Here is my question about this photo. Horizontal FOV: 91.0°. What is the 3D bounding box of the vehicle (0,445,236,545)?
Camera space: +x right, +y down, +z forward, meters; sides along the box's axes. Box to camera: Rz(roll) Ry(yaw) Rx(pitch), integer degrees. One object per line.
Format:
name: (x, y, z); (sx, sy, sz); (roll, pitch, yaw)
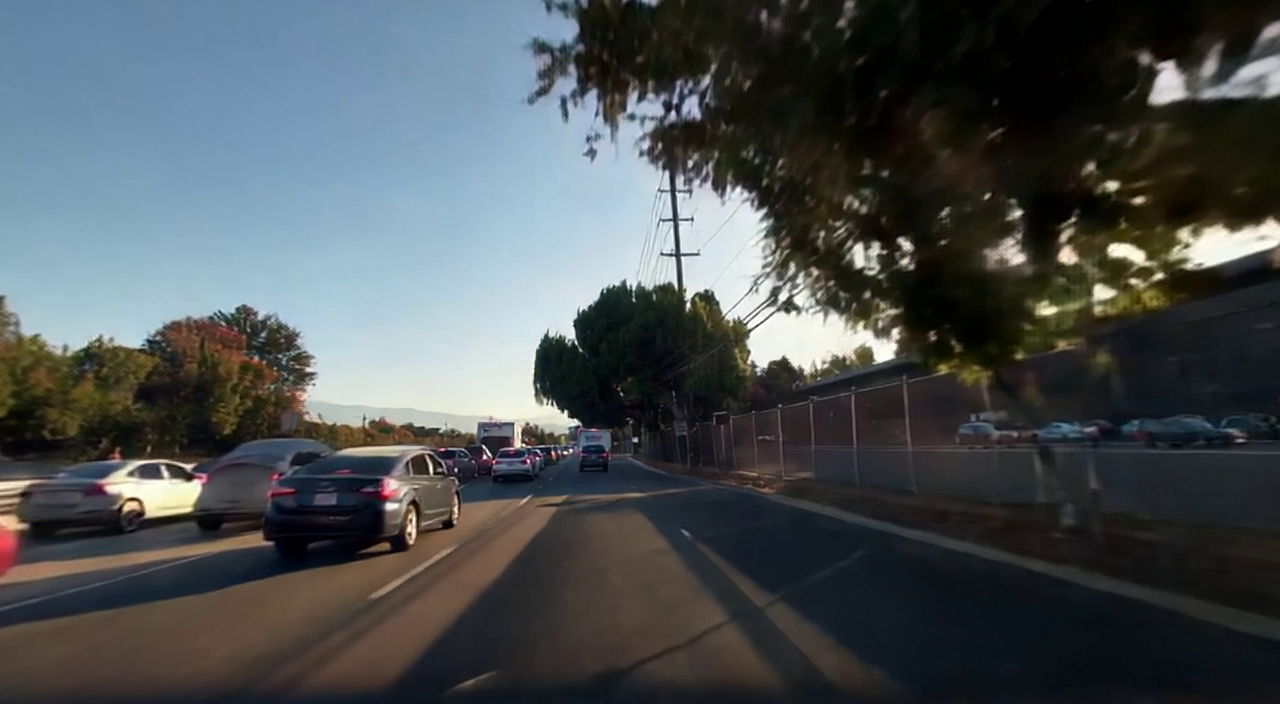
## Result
vehicle: (-10.952, 2.771, 12.928); (2.037, 1.455, 5.174); (-3, -7, -2)

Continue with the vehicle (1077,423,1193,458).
vehicle: (30.669, 5.508, 39.069); (5.535, 2.130, 2.145); (1, -9, -6)

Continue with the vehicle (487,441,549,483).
vehicle: (-5.283, 4.824, 27.971); (2.057, 1.673, 4.934); (1, -8, -4)

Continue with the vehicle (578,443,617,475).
vehicle: (-2.400, 5.956, 35.440); (2.055, 1.671, 4.147); (1, -8, -5)

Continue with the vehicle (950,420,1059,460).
vehicle: (28.727, 6.951, 49.765); (7.011, 3.014, 2.594); (1, -9, -4)

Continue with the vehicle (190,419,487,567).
vehicle: (-4.079, 1.989, 9.735); (2.388, 1.692, 4.684); (0, -8, -2)

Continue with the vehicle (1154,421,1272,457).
vehicle: (37.896, 5.767, 41.750); (5.472, 2.276, 2.302); (0, -8, 0)
